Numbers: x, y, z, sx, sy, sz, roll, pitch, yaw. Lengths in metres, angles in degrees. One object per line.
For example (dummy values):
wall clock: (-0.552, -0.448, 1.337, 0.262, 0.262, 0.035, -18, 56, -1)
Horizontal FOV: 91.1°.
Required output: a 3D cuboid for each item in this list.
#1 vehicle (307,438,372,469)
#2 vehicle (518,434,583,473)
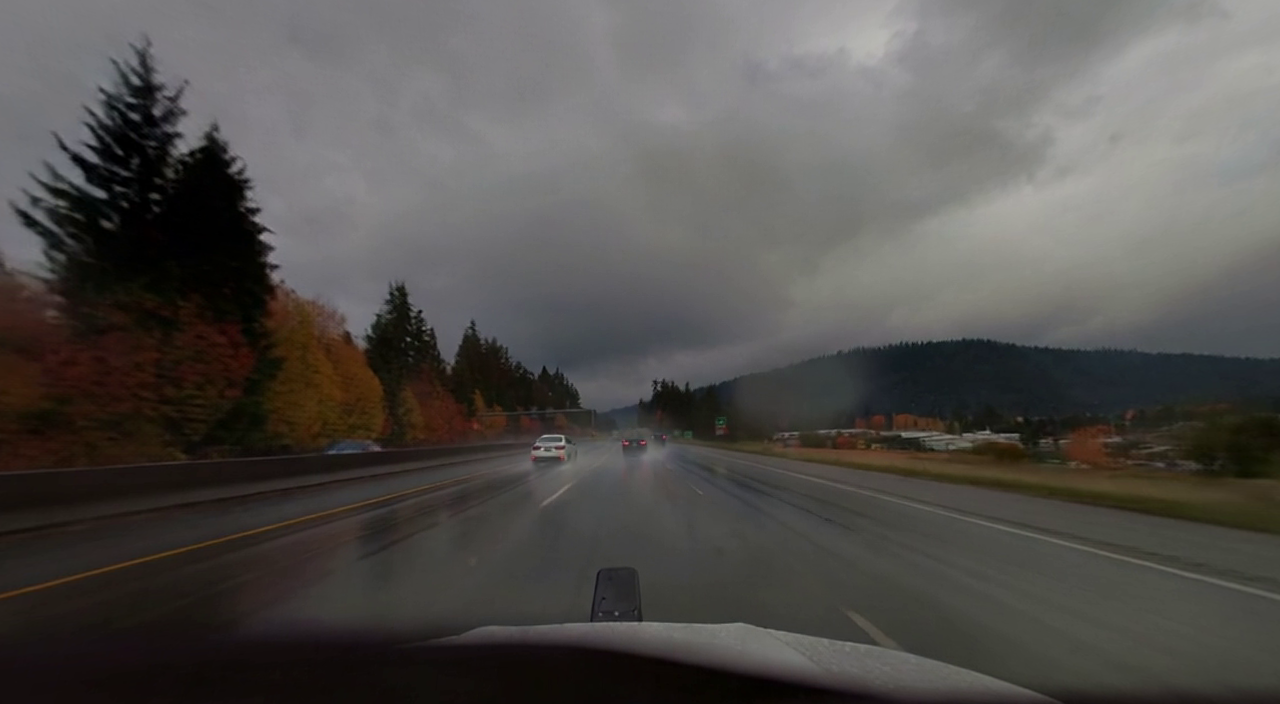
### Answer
vehicle: (-20.810, 6.991, 43.735, 2.084, 1.999, 4.958, 0, -8, 0)
vehicle: (-3.677, 4.249, 26.698, 2.103, 1.507, 4.367, 0, -8, 0)
